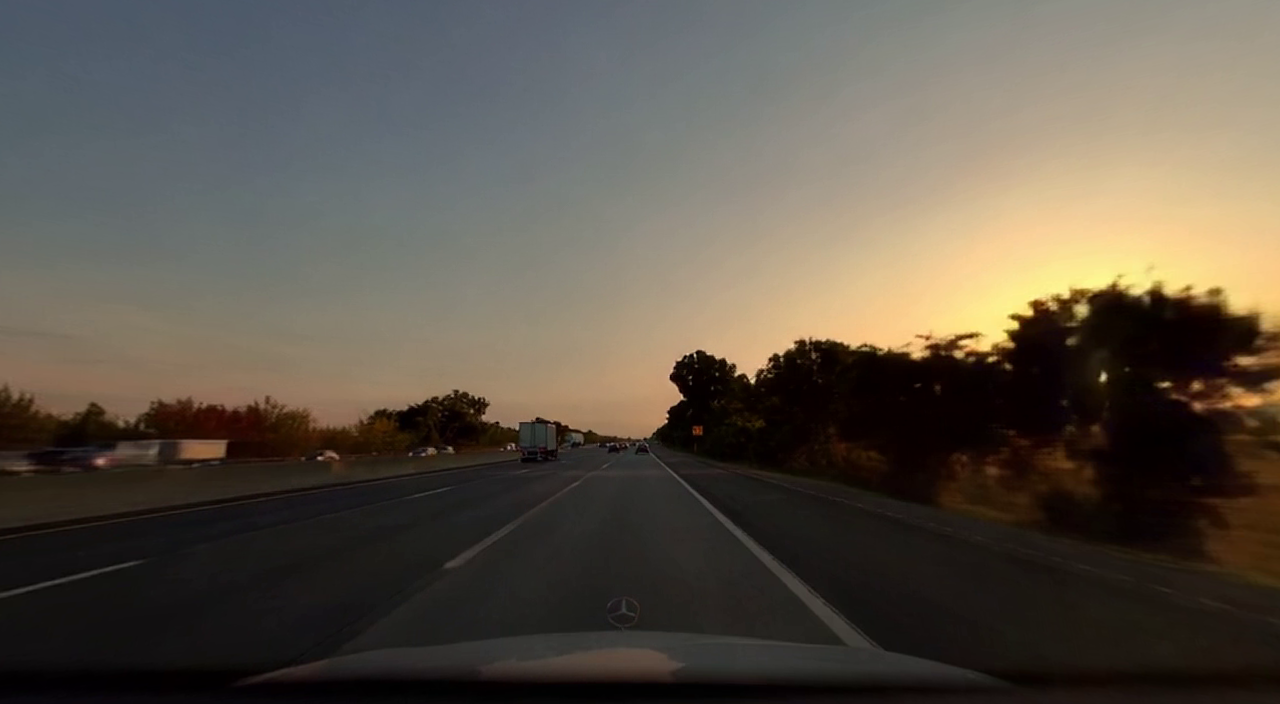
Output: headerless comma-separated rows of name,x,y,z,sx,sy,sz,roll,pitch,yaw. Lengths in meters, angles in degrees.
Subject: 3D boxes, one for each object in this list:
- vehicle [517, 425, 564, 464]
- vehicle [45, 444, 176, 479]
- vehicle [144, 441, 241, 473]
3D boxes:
vehicle,-7.398,6.966,47.396,2.444,2.685,5.893,0,-9,1
vehicle,-33.652,6.963,40.450,2.630,2.038,6.581,0,-9,1
vehicle,-33.657,7.910,47.716,2.493,2.210,6.521,0,-9,1
